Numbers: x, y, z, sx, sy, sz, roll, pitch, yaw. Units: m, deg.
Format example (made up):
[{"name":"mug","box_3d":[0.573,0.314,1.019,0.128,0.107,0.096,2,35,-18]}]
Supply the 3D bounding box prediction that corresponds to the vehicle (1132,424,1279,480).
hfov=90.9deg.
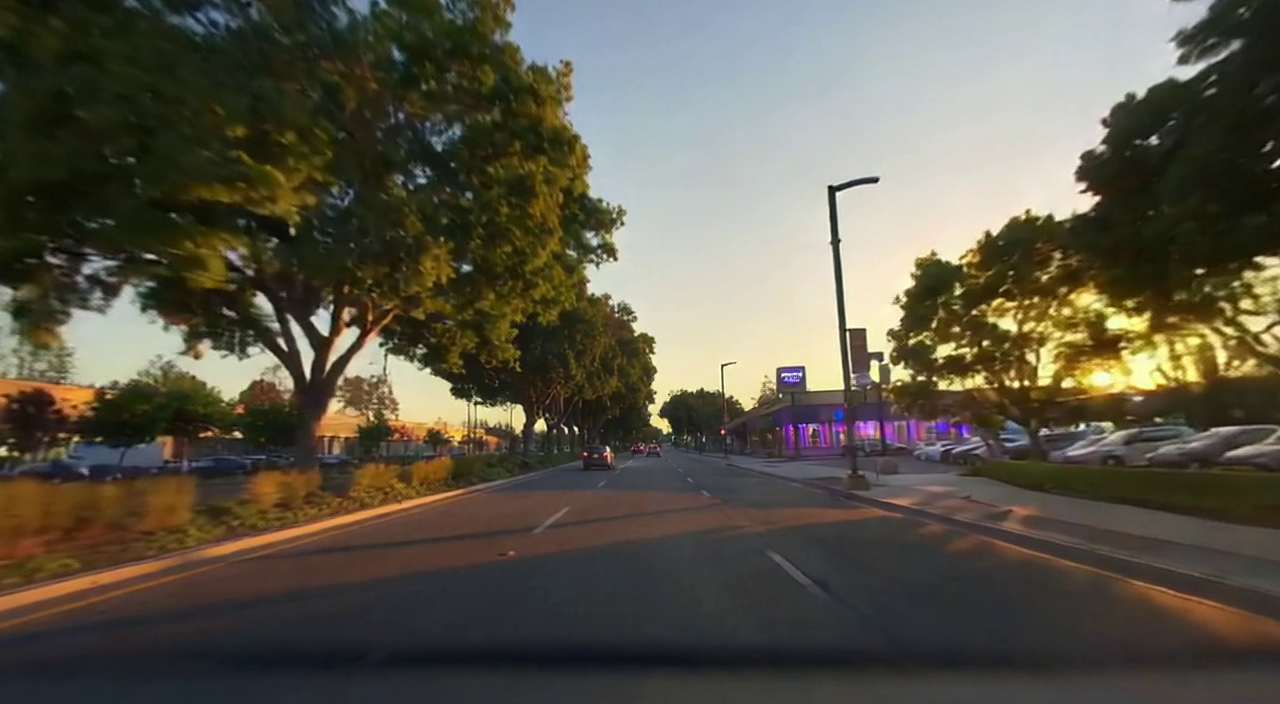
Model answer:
[{"name":"vehicle","box_3d":[18.018,3.051,19.486,4.018,1.404,1.856,-3,-7,-1]}]

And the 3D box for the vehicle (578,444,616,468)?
[{"name":"vehicle","box_3d":[-2.669,6.631,40.440,2.082,1.460,4.442,0,-8,1]}]
